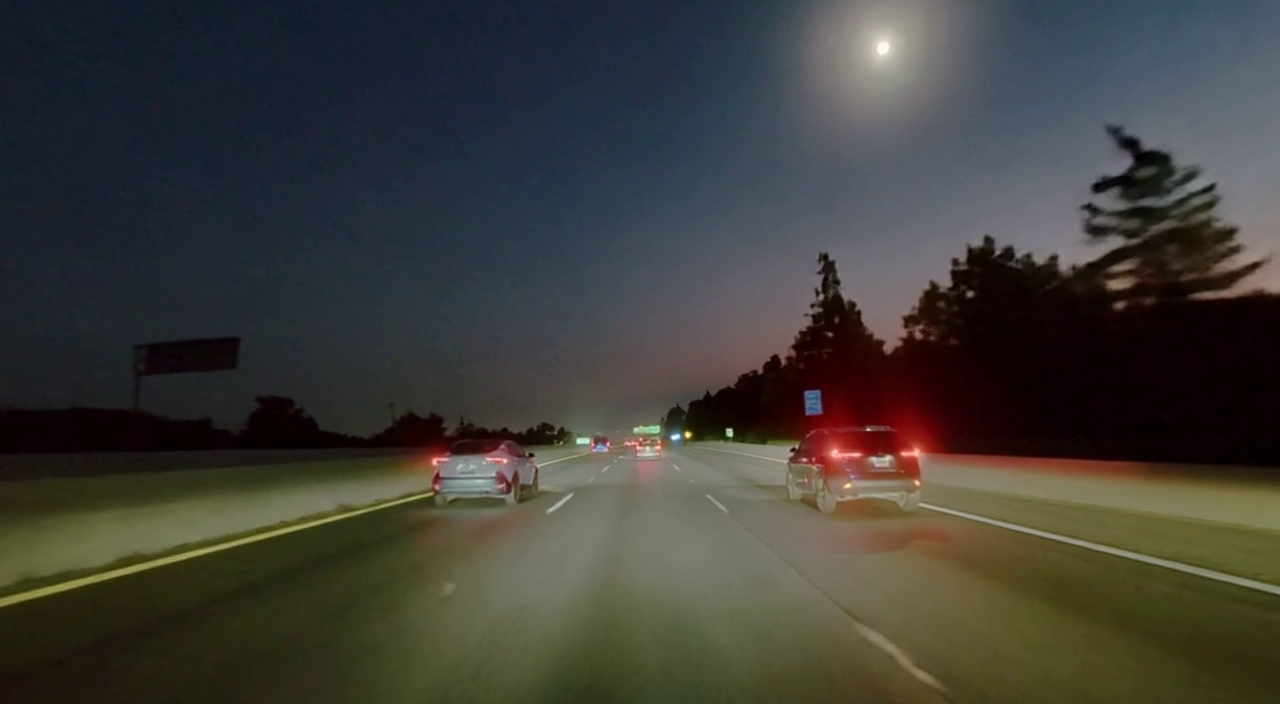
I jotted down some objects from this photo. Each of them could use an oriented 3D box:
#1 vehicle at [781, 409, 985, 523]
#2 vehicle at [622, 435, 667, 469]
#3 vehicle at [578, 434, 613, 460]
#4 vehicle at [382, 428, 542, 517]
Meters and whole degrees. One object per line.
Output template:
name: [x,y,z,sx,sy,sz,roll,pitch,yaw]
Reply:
vehicle: [4.211,2.048,11.817,2.025,1.707,4.279,0,-8,-1]
vehicle: [0.232,4.840,30.690,2.049,1.542,3.816,-1,-8,0]
vehicle: [-3.041,6.595,43.543,2.044,1.682,4.201,-1,-8,1]
vehicle: [-3.515,2.458,13.437,2.066,1.561,4.495,-1,-8,1]
